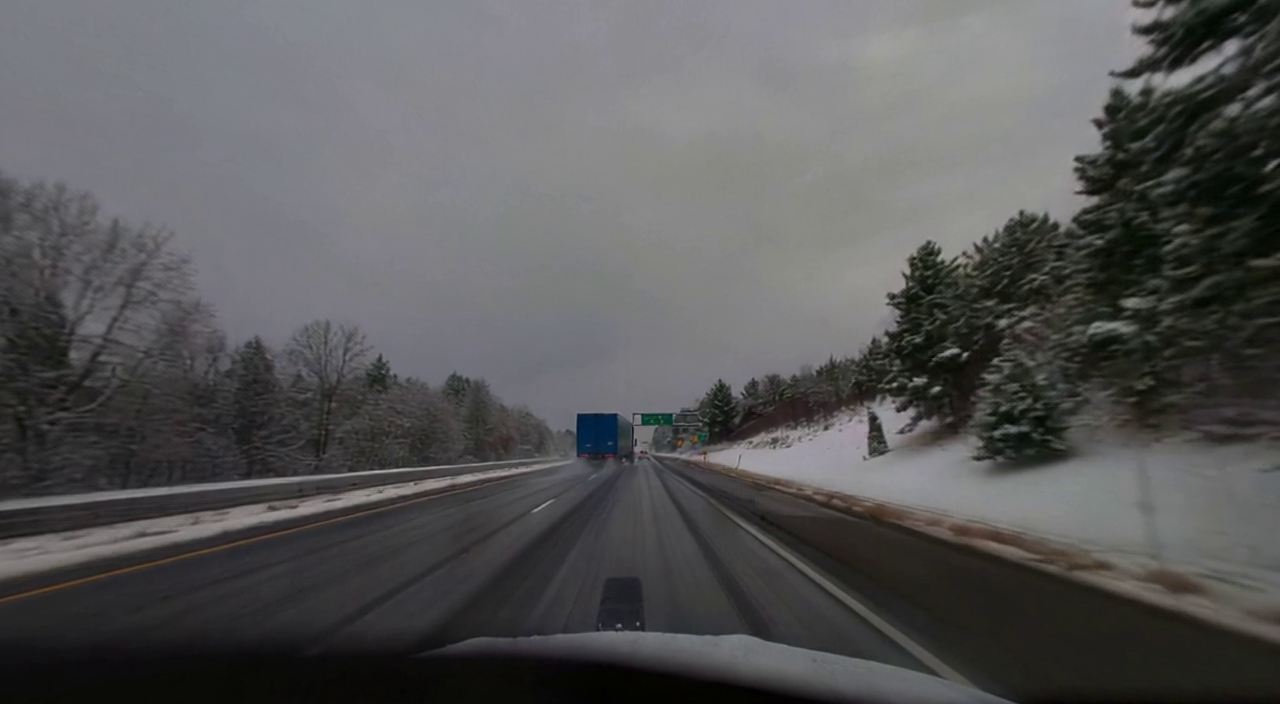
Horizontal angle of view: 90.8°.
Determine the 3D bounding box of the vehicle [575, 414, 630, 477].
[{"bbox_3d":[-2.006,5.409,36.328,2.704,3.270,6.745,0,-9,1],"label":"vehicle"}]
